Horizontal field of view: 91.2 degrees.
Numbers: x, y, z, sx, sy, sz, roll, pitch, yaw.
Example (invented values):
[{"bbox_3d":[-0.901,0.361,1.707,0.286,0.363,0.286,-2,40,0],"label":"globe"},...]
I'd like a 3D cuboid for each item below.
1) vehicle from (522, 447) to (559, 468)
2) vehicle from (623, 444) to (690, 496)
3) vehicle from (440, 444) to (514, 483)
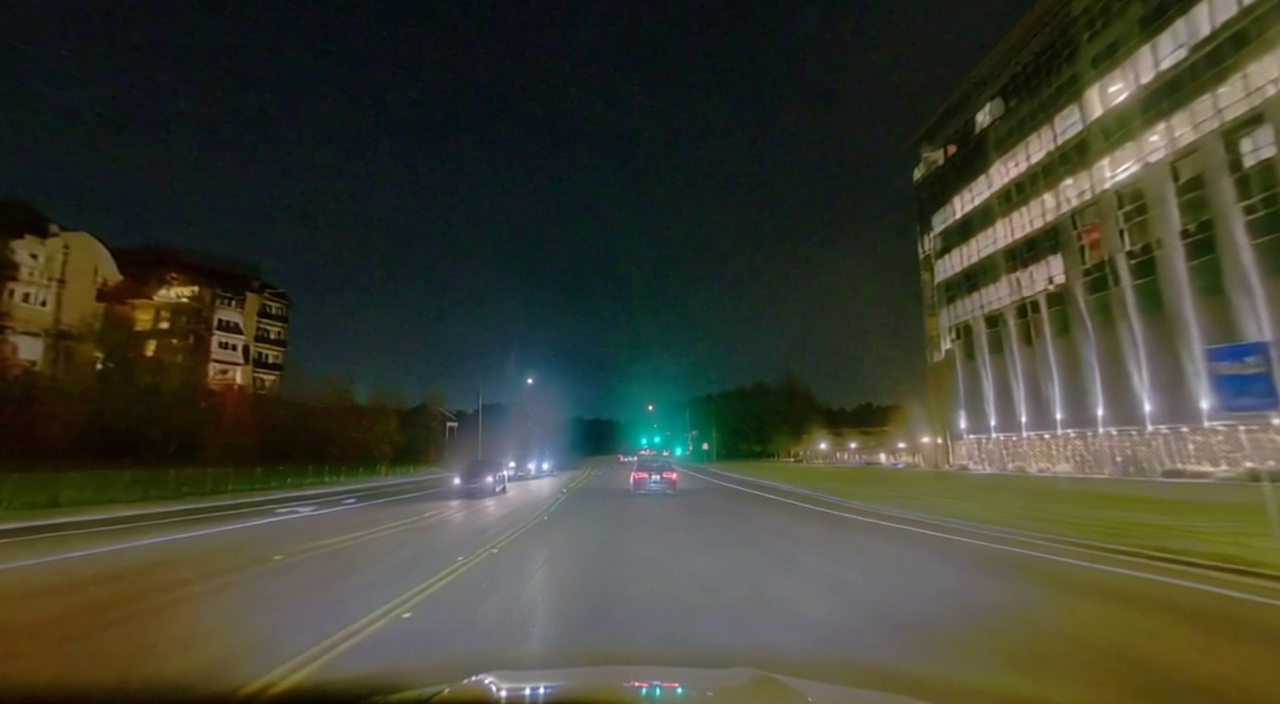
[{"bbox_3d":[-7.645,8.148,48.650,1.988,1.510,4.722,-1,-9,1],"label":"vehicle"},{"bbox_3d":[0.441,3.850,20.767,2.014,1.525,3.670,0,-9,-2],"label":"vehicle"},{"bbox_3d":[-7.952,5.483,31.168,2.171,1.757,4.706,-1,-9,4],"label":"vehicle"}]
